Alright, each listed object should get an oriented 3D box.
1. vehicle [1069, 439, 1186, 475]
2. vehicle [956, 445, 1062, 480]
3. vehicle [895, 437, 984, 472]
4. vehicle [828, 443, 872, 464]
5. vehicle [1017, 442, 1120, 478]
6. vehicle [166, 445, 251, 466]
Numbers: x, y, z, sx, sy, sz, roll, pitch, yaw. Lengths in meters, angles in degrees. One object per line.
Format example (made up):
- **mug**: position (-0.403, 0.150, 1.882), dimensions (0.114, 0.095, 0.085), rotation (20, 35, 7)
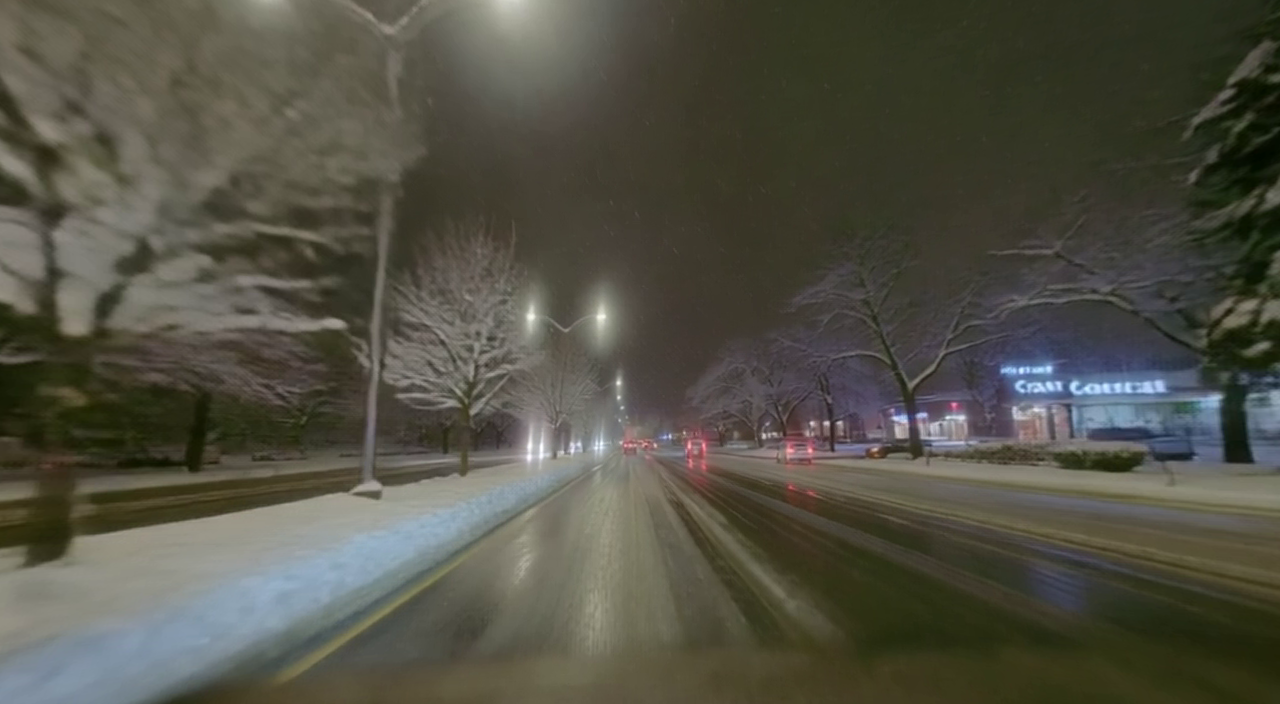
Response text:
- **vehicle**: position (22.375, 4.840, 29.241), dimensions (1.895, 1.471, 4.511), rotation (-2, -9, 2)
- **vehicle**: position (16.596, 4.946, 28.765), dimensions (1.863, 1.445, 4.703), rotation (0, -8, -2)
- **vehicle**: position (16.337, 5.593, 34.822), dimensions (2.052, 1.749, 5.213), rotation (0, -8, -4)
- **vehicle**: position (15.941, 7.701, 48.171), dimensions (1.892, 1.421, 4.556), rotation (-1, -8, 3)
- **vehicle**: position (19.647, 4.936, 29.203), dimensions (1.972, 1.461, 4.021), rotation (0, -8, 0)
- **vehicle**: position (-29.707, 7.122, 43.558), dimensions (4.461, 1.441, 1.820), rotation (0, -8, 0)
